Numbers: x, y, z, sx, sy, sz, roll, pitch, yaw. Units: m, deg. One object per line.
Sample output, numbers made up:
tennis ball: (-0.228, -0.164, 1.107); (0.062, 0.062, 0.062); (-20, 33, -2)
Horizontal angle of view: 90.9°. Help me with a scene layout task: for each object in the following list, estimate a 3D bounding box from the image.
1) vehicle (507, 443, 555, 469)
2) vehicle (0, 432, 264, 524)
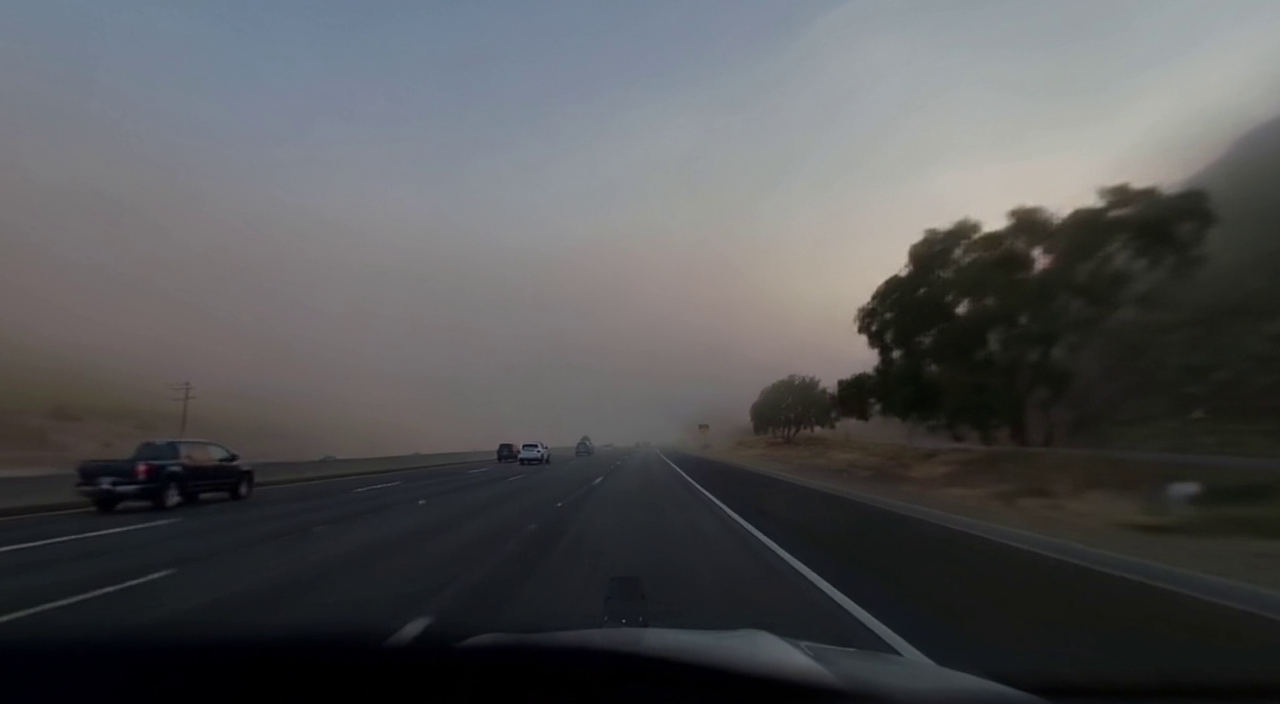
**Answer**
vehicle: (-6.747, 6.458, 39.417); (2.107, 1.484, 4.449); (0, -9, 2)
vehicle: (-10.798, 2.675, 13.962); (2.122, 1.695, 4.437); (0, -9, 1)
